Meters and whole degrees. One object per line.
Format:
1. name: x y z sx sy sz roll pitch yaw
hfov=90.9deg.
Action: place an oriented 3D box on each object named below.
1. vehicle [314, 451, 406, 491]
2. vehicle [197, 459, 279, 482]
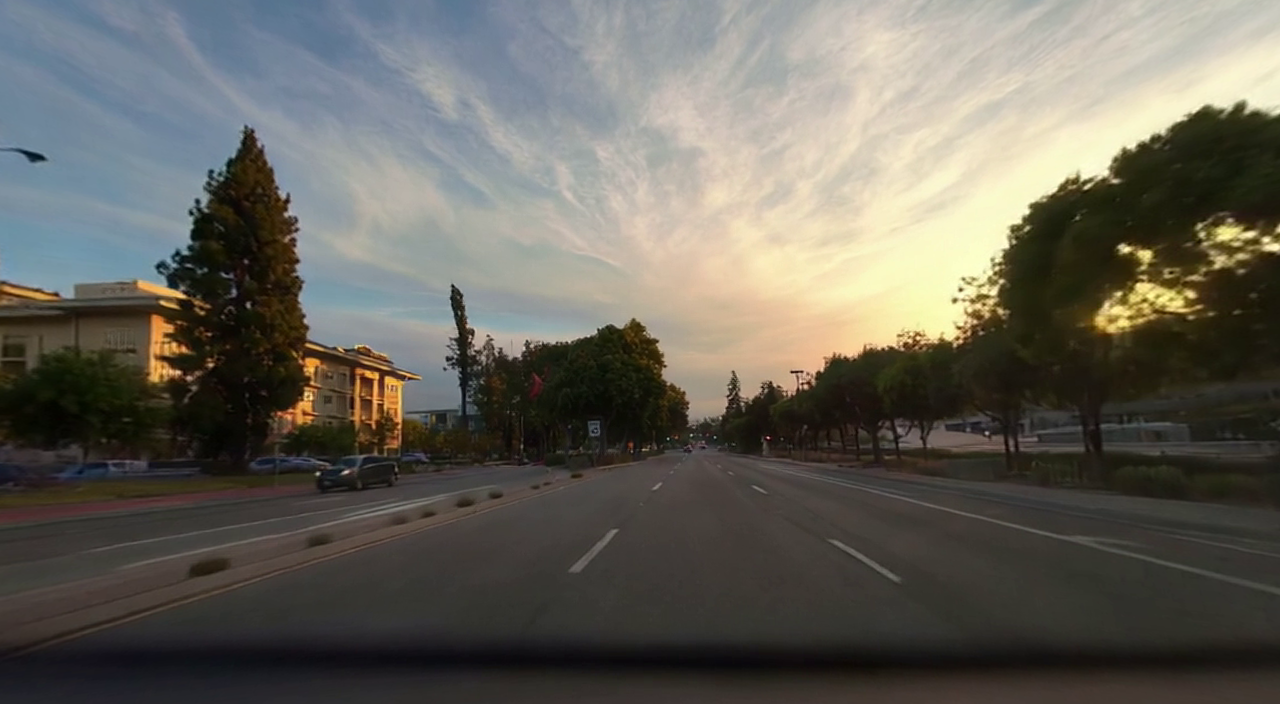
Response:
1. vehicle: -13.295 5.629 30.251 1.915 1.721 4.402 -2 -8 8
2. vehicle: -27.238 8.063 42.819 4.380 1.461 1.754 -1 -8 4
